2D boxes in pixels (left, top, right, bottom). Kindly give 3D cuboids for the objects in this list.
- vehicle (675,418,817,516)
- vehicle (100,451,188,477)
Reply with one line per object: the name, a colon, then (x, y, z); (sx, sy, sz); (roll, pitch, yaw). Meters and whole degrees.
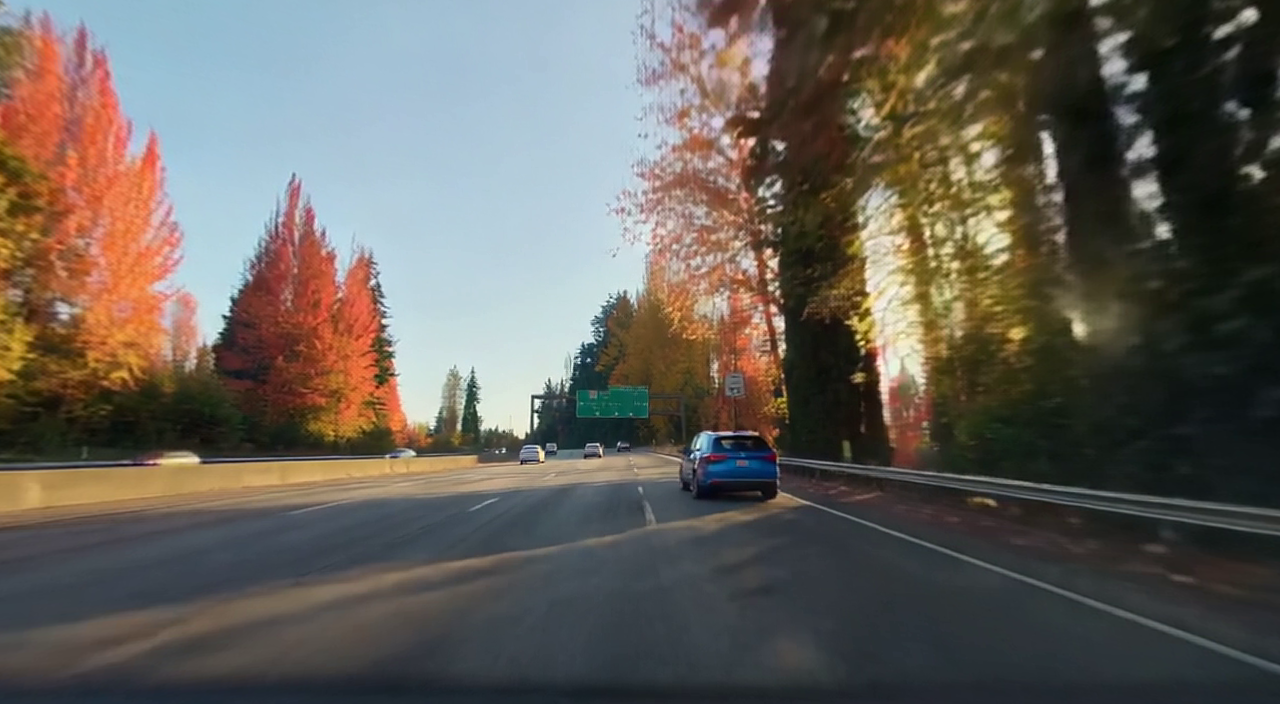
vehicle: (1.994, 2.348, 13.292); (2.120, 1.706, 4.226); (1, -8, -2)
vehicle: (-31.379, 7.077, 40.098); (1.855, 1.492, 4.685); (0, -8, -1)
